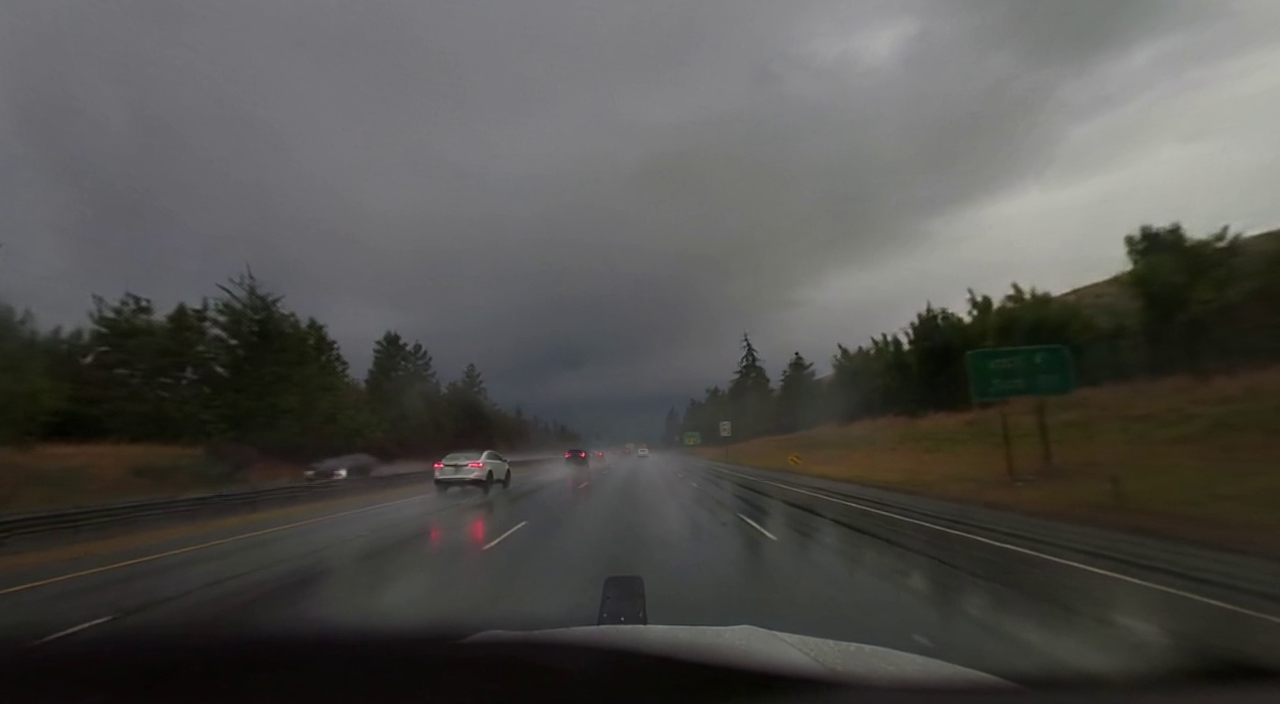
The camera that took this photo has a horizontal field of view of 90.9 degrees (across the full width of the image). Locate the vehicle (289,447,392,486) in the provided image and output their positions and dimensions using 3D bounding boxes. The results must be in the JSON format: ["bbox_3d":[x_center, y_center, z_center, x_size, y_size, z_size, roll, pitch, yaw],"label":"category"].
[{"bbox_3d":[-13.470,5.161,28.817,2.009,1.590,5.425,0,-9,0],"label":"vehicle"}]

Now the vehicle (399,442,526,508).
[{"bbox_3d":[-4.503,3.190,16.816,1.975,1.501,4.603,0,-9,1],"label":"vehicle"}]

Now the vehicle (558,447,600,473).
[{"bbox_3d":[-3.537,6.355,37.223,2.005,1.474,3.921,0,-9,1],"label":"vehicle"}]
